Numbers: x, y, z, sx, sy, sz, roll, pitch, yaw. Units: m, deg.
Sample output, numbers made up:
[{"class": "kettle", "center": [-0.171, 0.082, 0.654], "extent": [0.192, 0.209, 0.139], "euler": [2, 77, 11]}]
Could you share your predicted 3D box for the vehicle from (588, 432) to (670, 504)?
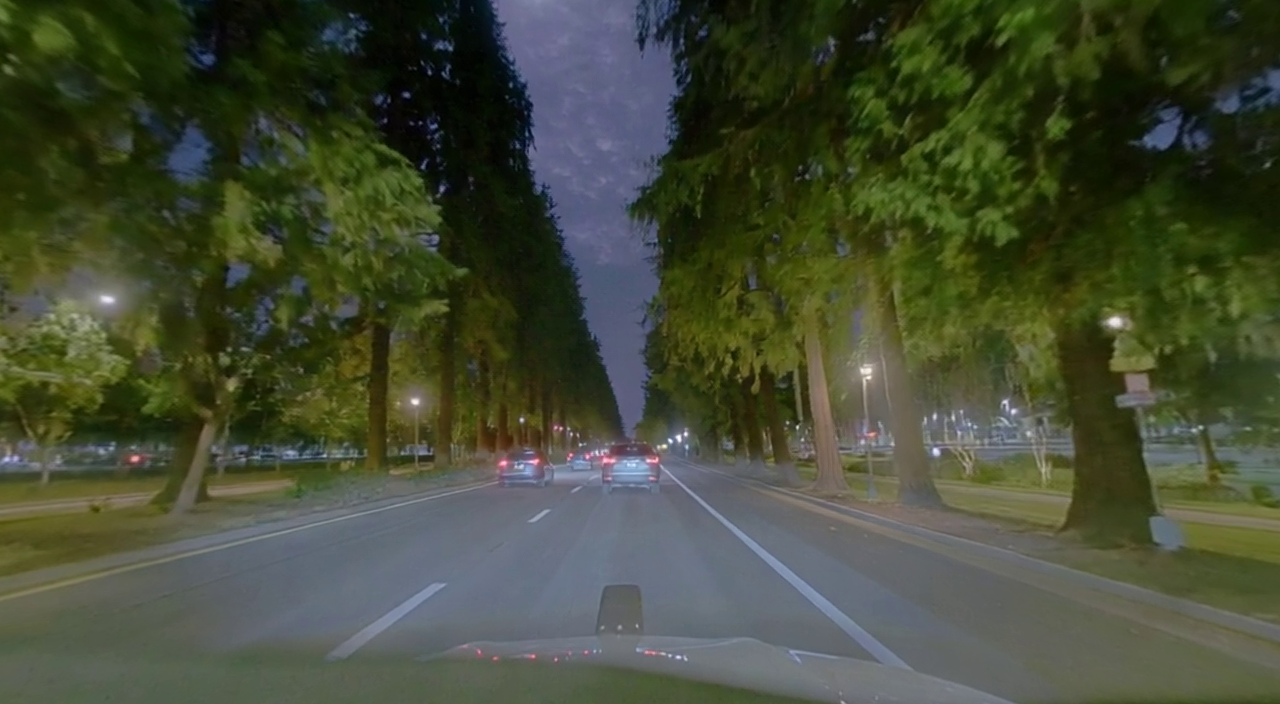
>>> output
[{"class": "vehicle", "center": [-0.276, 3.172, 17.747], "extent": [2.018, 1.769, 3.897], "euler": [0, -8, 0]}]

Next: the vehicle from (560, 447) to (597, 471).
[{"class": "vehicle", "center": [-4.118, 7.225, 42.837], "extent": [1.959, 1.485, 4.452], "euler": [0, -8, 1]}]

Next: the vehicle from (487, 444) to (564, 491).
[{"class": "vehicle", "center": [-4.041, 4.109, 22.911], "extent": [1.936, 1.538, 4.016], "euler": [0, -8, 1]}]
